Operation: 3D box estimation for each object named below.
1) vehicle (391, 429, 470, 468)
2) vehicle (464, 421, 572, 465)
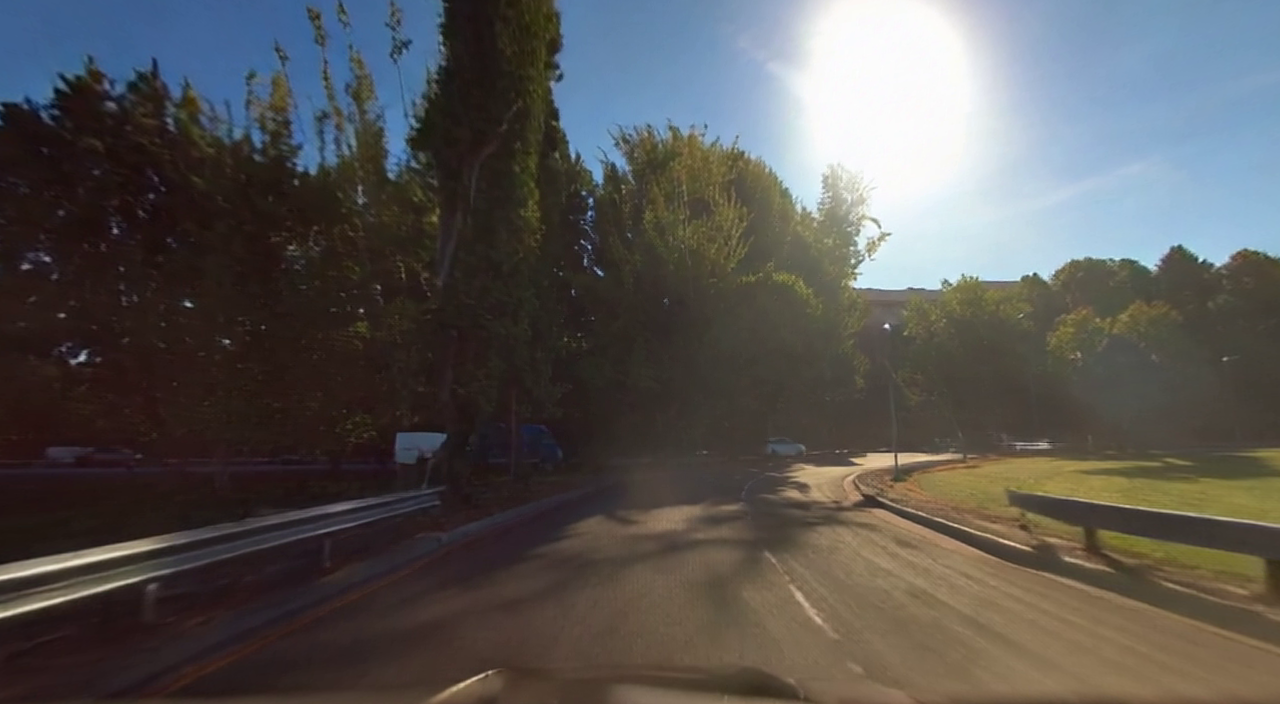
[{"bbox_3d":[-14.220,6.529,42.766,4.784,2.535,2.203,3,-8,-22],"label":"vehicle"},{"bbox_3d":[-8.645,6.504,45.003,7.155,2.942,2.420,3,-8,-23],"label":"vehicle"}]
